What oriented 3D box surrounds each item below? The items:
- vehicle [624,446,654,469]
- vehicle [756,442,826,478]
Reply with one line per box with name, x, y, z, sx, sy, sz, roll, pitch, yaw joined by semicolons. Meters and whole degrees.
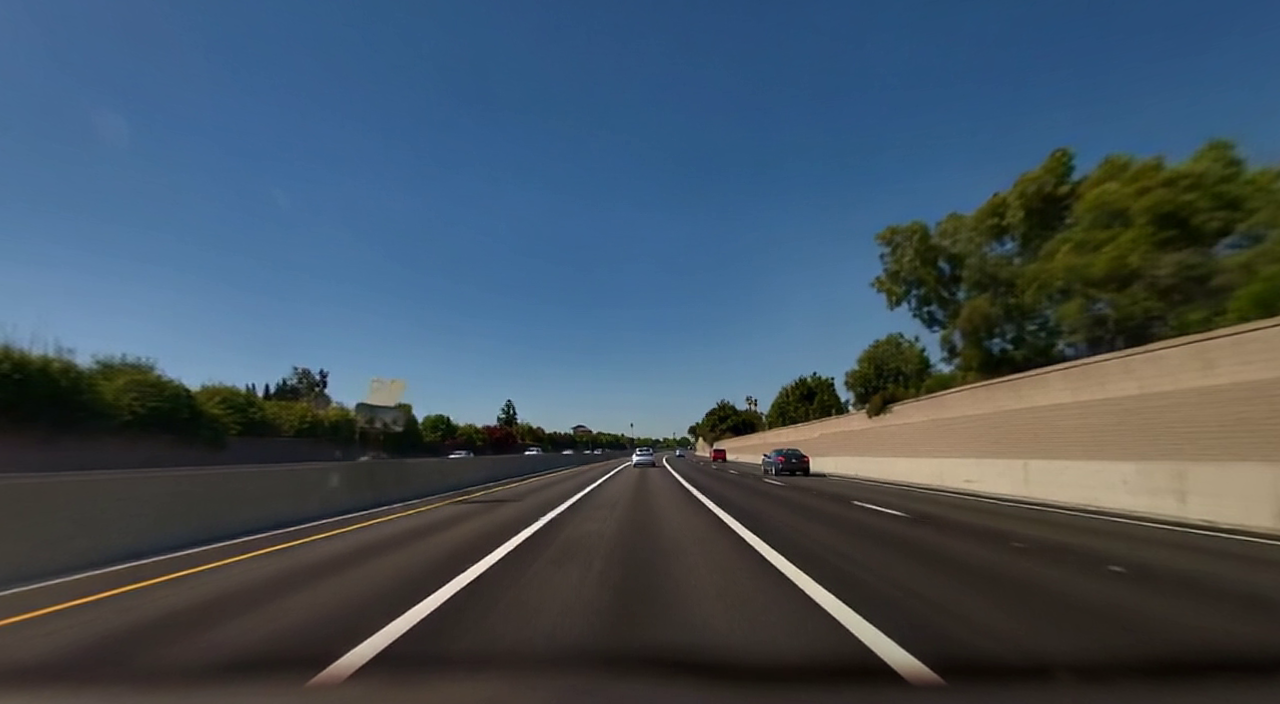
vehicle;-0.052;7.508;44.833;2.025;1.526;4.181;-1;-9;0
vehicle;6.868;4.964;28.999;2.008;1.533;4.592;0;-9;-1
